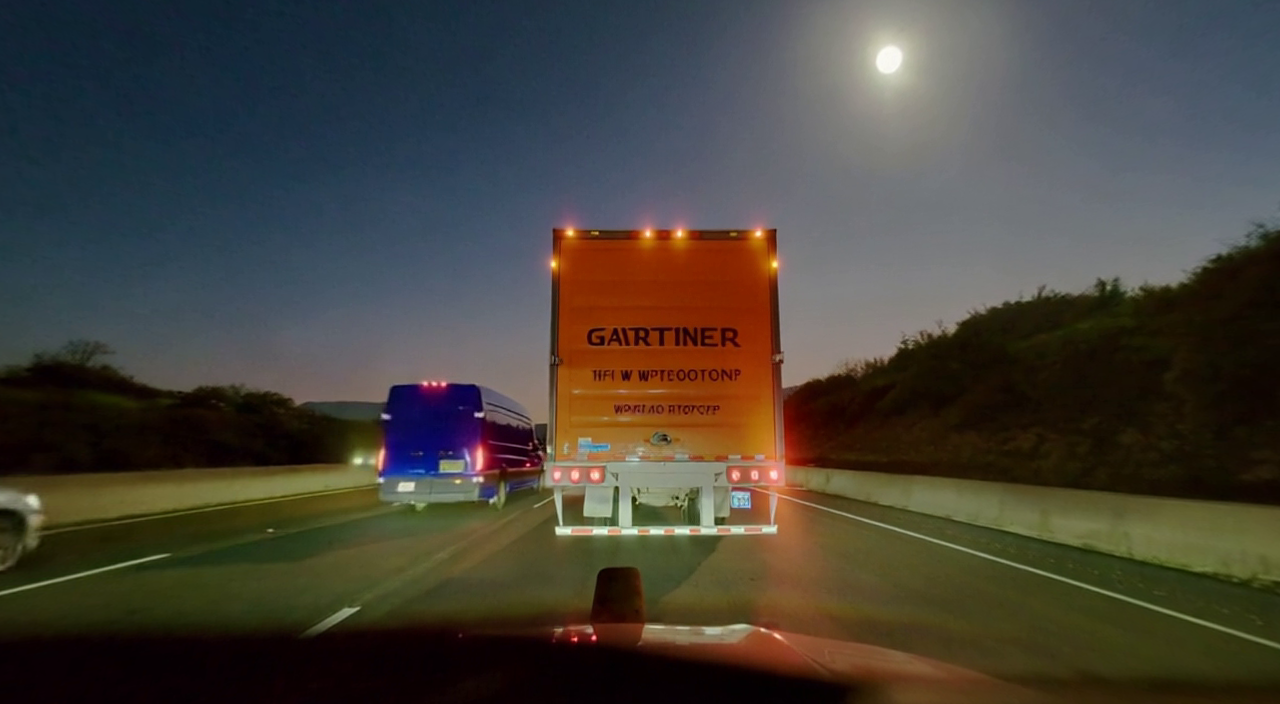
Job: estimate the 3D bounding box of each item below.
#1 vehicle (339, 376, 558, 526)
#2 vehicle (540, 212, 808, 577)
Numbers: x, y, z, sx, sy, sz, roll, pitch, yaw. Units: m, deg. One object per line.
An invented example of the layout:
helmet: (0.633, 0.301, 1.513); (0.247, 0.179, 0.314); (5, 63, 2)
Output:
vehicle: (-4.389, 2.736, 17.606); (2.790, 2.893, 10.715); (0, -9, 0)
vehicle: (0.485, 1.217, 12.238); (2.853, 4.054, 10.557); (0, -9, 1)
